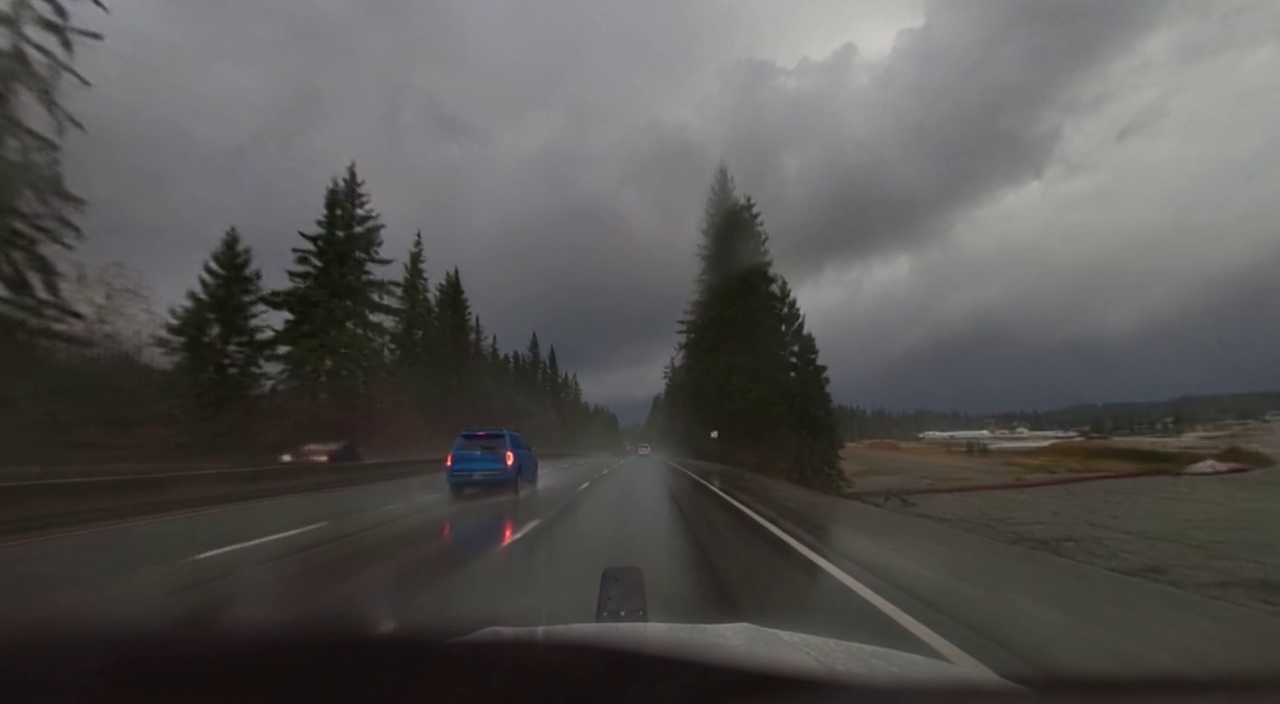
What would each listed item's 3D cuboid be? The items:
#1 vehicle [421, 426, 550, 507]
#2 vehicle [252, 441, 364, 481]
[{"bbox_3d":[-3.726,2.849,16.123,2.084,1.752,4.479,0,-8,1],"label":"vehicle"},{"bbox_3d":[-13.724,4.509,26.363,2.115,1.526,4.674,0,-8,1],"label":"vehicle"}]
